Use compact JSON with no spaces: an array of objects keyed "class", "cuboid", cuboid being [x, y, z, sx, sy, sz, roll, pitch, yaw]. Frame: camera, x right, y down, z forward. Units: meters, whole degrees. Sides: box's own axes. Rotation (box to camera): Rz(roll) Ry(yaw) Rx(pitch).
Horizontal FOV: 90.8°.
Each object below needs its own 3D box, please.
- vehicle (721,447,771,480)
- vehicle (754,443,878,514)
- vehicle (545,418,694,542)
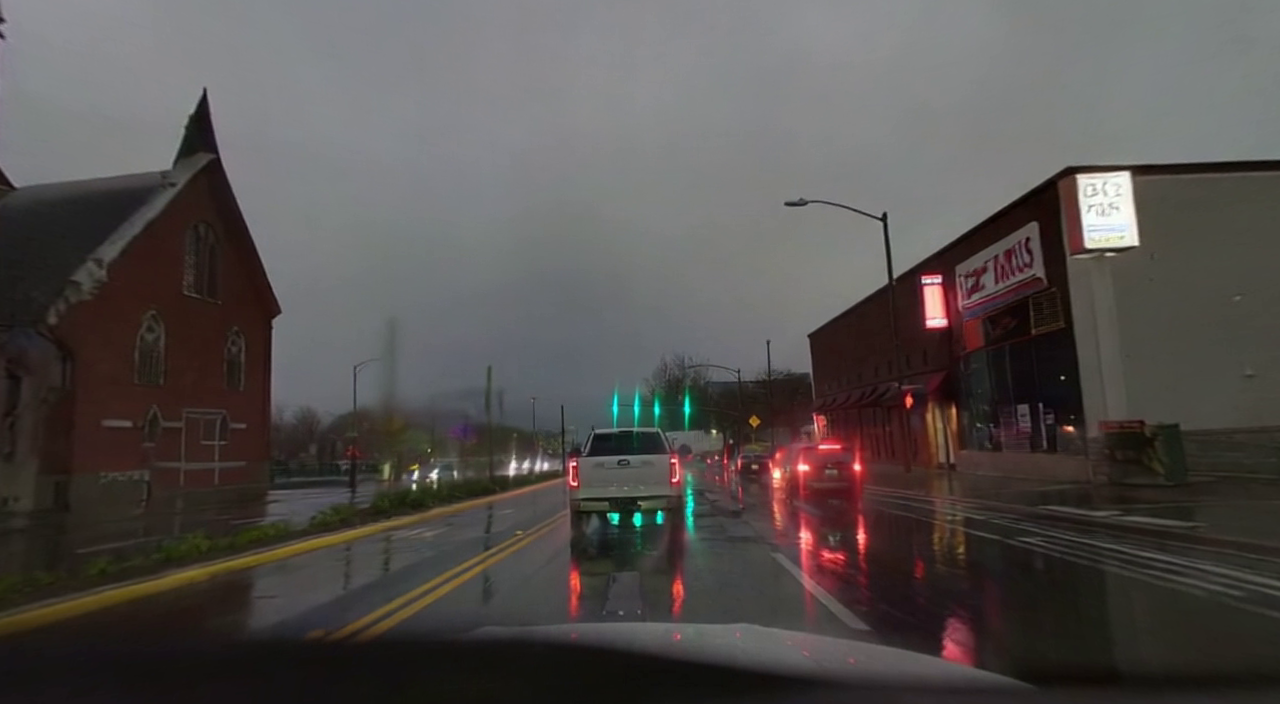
[{"class":"vehicle","cuboid":[5.059,5.344,30.642,1.890,1.491,4.166,0,-8,3]},{"class":"vehicle","cuboid":[4.094,2.982,15.482,1.883,1.472,4.471,0,-8,2]},{"class":"vehicle","cuboid":[-0.195,2.174,11.320,2.168,1.776,4.135,-1,-8,3]}]
